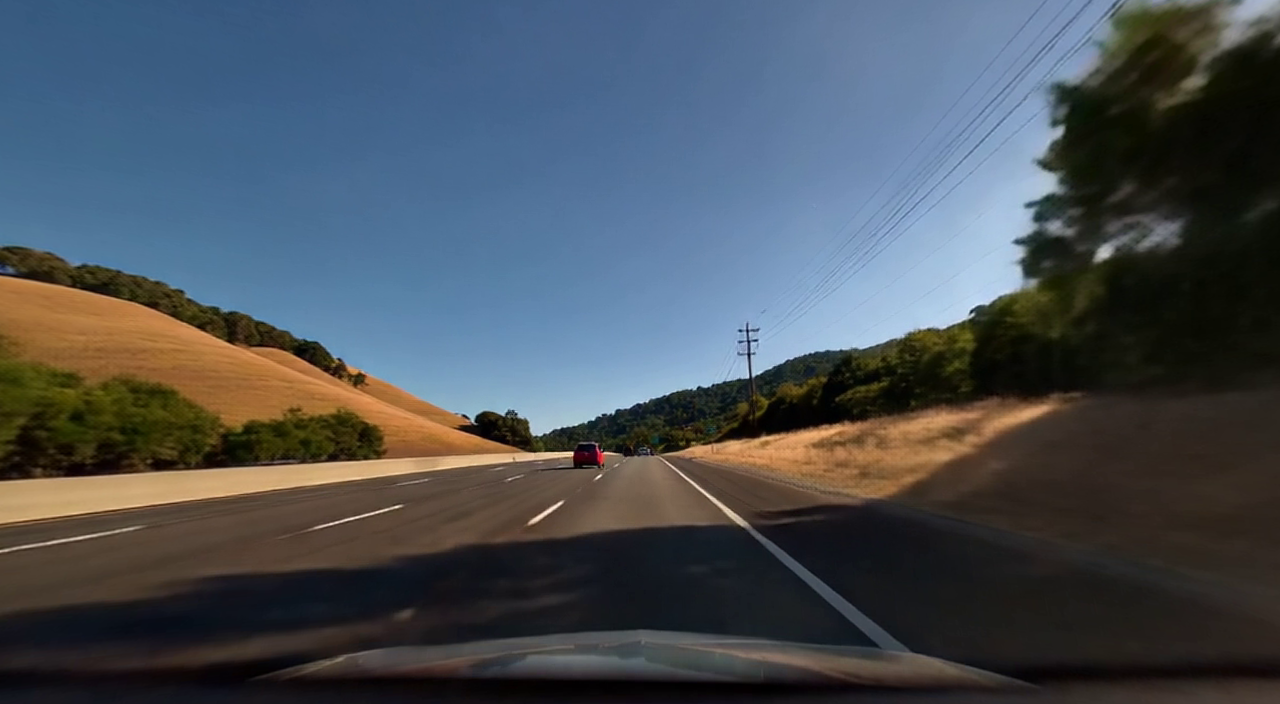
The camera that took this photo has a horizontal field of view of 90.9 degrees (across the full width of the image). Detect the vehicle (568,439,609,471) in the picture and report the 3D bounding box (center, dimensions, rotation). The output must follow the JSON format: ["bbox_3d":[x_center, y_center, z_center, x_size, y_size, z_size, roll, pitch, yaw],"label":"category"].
[{"bbox_3d":[-3.179,6.477,39.907,2.136,1.845,4.515,0,-8,1],"label":"vehicle"}]
